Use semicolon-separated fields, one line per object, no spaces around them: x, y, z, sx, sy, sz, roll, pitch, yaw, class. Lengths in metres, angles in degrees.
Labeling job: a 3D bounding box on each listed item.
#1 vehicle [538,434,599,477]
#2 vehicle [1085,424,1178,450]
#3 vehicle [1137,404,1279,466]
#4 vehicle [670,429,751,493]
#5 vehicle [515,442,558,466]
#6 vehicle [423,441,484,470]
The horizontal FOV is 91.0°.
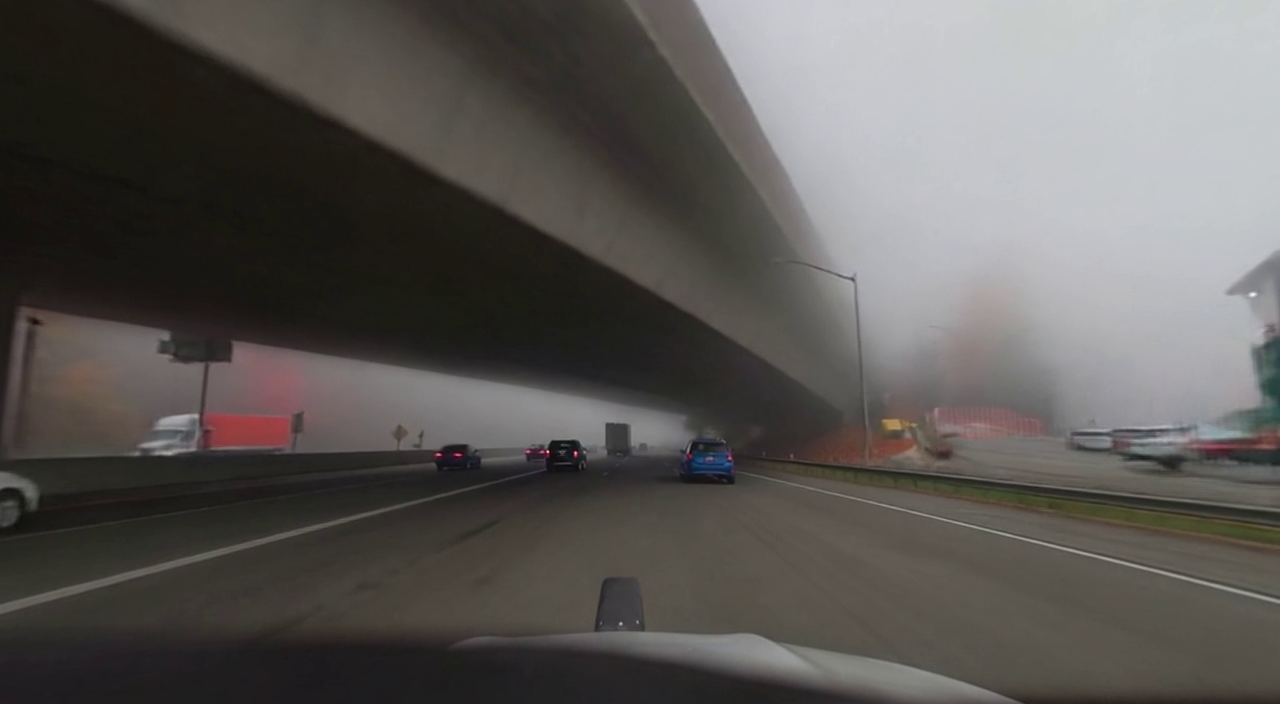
-3.058;4.572;28.026;2.111;1.742;4.315;0;-9;1;vehicle
30.655;5.344;39.367;4.084;1.551;1.971;0;-9;0;vehicle
19.217;2.647;20.436;4.404;1.763;1.928;-3;-7;-1;vehicle
2.052;3.345;19.661;2.101;1.742;4.495;0;-9;1;vehicle
-6.986;6.954;43.098;2.057;1.496;4.661;0;-9;1;vehicle
-10.702;5.962;36.484;2.006;1.509;4.634;0;-9;1;vehicle
